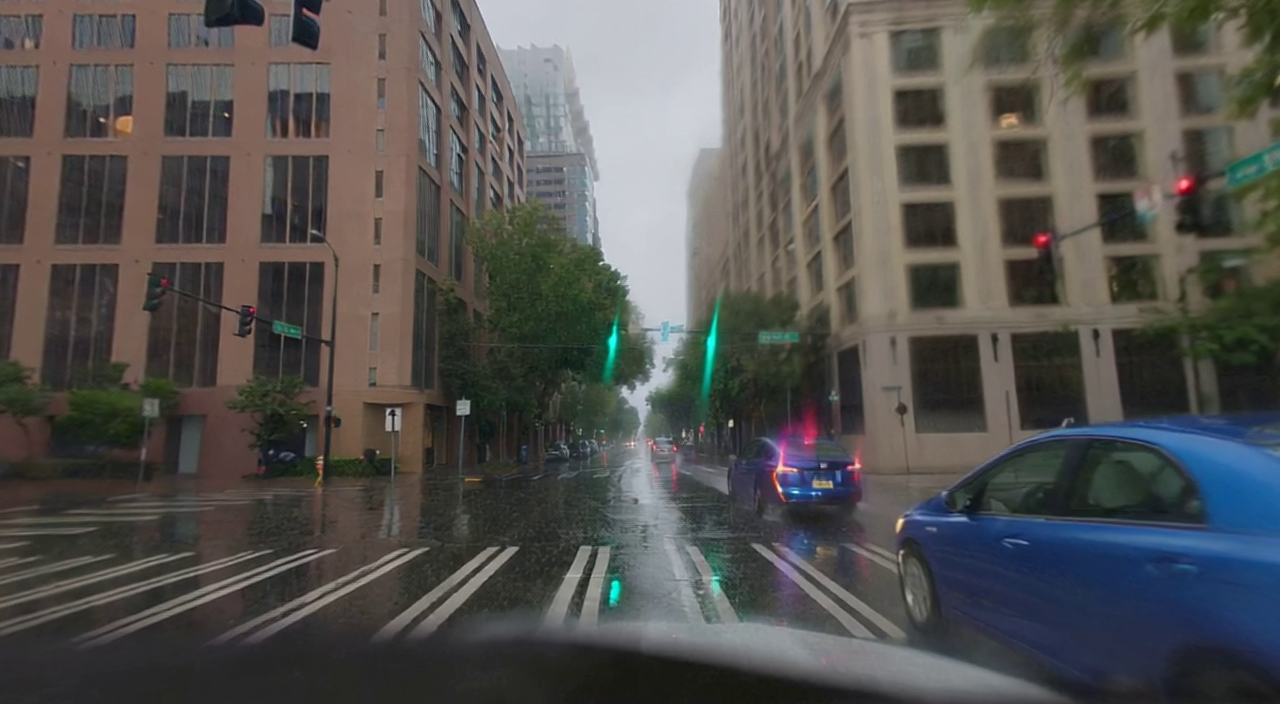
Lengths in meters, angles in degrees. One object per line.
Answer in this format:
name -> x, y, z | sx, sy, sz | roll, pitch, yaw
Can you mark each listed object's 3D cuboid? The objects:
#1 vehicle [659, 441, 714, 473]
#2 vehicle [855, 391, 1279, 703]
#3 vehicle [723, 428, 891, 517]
vehicle -> 2.148, 5.015, 30.420 | 2.040, 1.421, 4.550 | 0, -8, -3
vehicle -> 2.861, 1.037, 3.096 | 2.039, 1.470, 4.355 | 0, -8, 0
vehicle -> 3.080, 2.335, 12.771 | 2.009, 1.443, 4.509 | 0, -8, -2
